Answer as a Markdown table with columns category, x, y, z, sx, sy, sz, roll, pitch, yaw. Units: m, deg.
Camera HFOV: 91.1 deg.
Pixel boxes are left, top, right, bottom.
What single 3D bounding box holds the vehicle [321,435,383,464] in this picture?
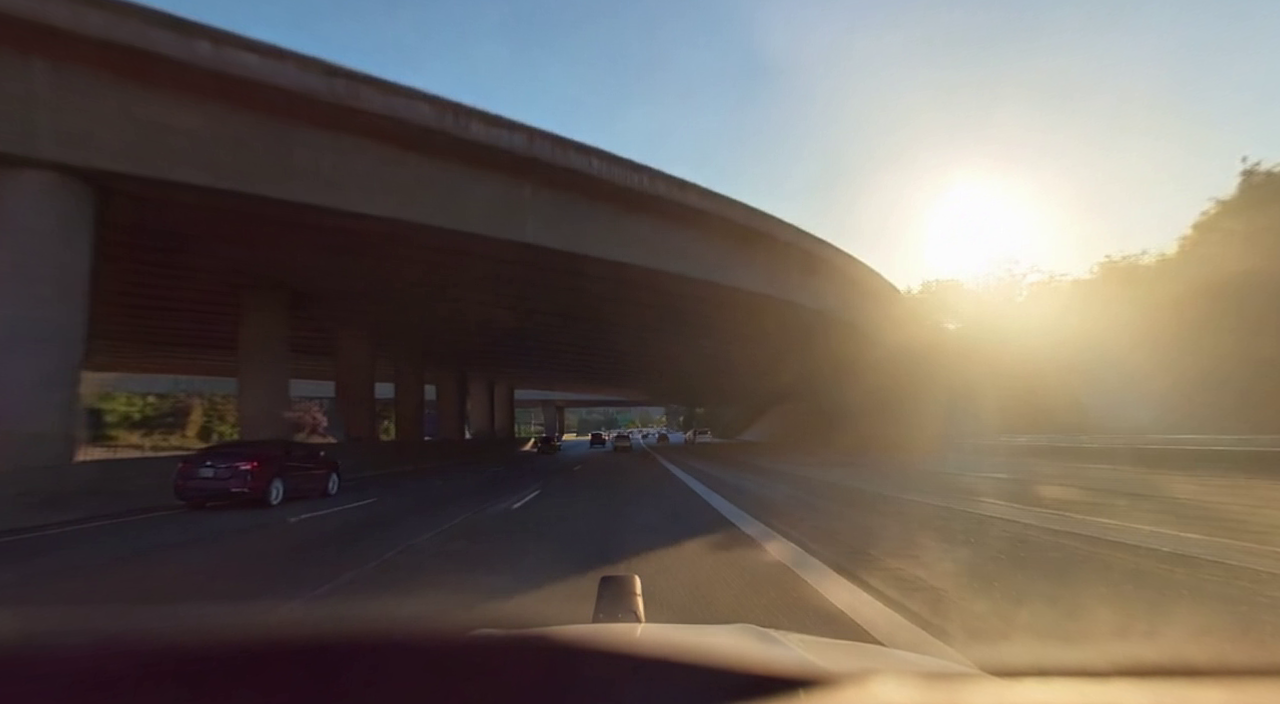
| category | x | y | z | sx | sy | sz | roll | pitch | yaw |
| --- | --- | --- | --- | --- | --- | --- | --- | --- | --- |
| vehicle | -17.696 | 6.011 | 38.854 | 1.851 | 1.666 | 4.204 | 0 | -8 | 0 |

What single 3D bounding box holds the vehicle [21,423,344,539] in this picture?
| category | x | y | z | sx | sy | sz | roll | pitch | yaw |
| --- | --- | --- | --- | --- | --- | --- | --- | --- | --- |
| vehicle | -7.172 | 2.029 | 10.660 | 2.118 | 1.524 | 4.422 | 0 | -8 | 1 |
